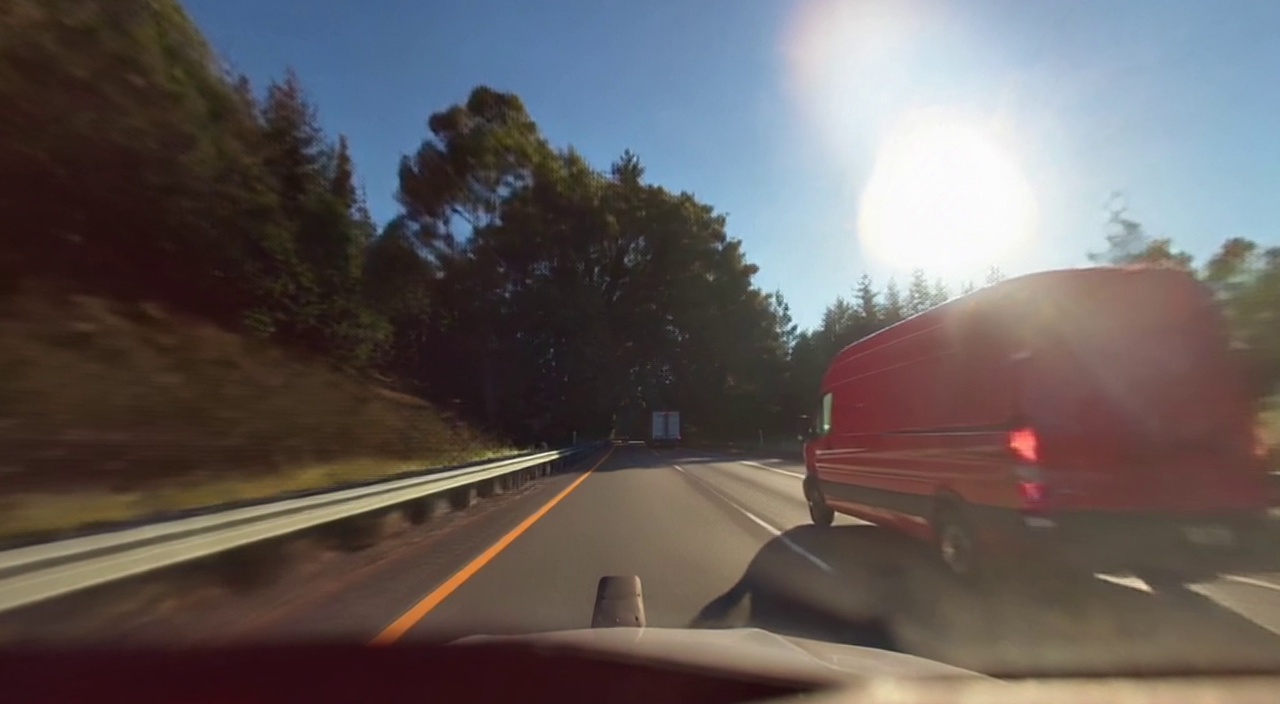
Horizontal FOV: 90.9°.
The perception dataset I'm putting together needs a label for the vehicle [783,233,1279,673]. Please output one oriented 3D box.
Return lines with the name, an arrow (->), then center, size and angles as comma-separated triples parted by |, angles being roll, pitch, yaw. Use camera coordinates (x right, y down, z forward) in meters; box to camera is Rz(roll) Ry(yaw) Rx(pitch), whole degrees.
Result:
vehicle -> 3.614, 0.951, 6.799 | 2.570, 2.596, 6.082 | 0, -8, -1
